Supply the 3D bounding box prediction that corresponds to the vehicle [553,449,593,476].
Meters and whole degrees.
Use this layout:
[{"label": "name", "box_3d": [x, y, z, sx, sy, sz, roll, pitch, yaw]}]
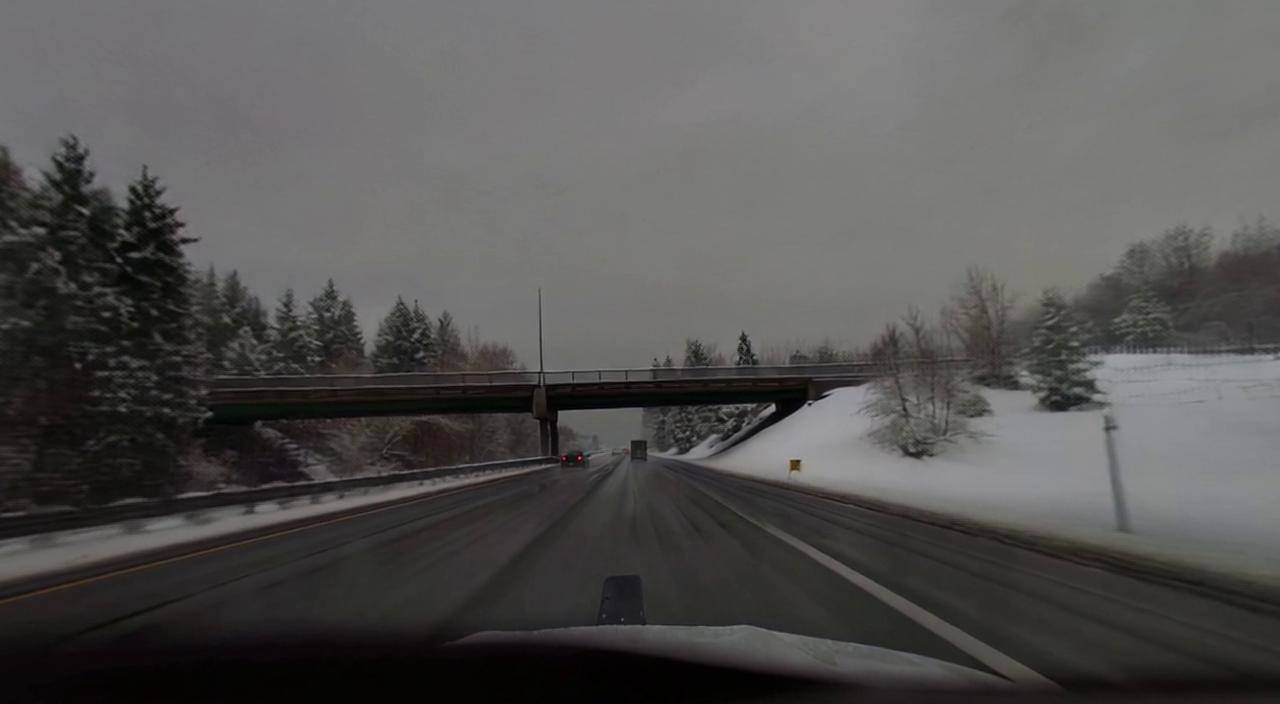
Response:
[{"label": "vehicle", "box_3d": [-4.262, 7.053, 40.595, 2.076, 1.637, 4.526, 0, -9, 0]}]
